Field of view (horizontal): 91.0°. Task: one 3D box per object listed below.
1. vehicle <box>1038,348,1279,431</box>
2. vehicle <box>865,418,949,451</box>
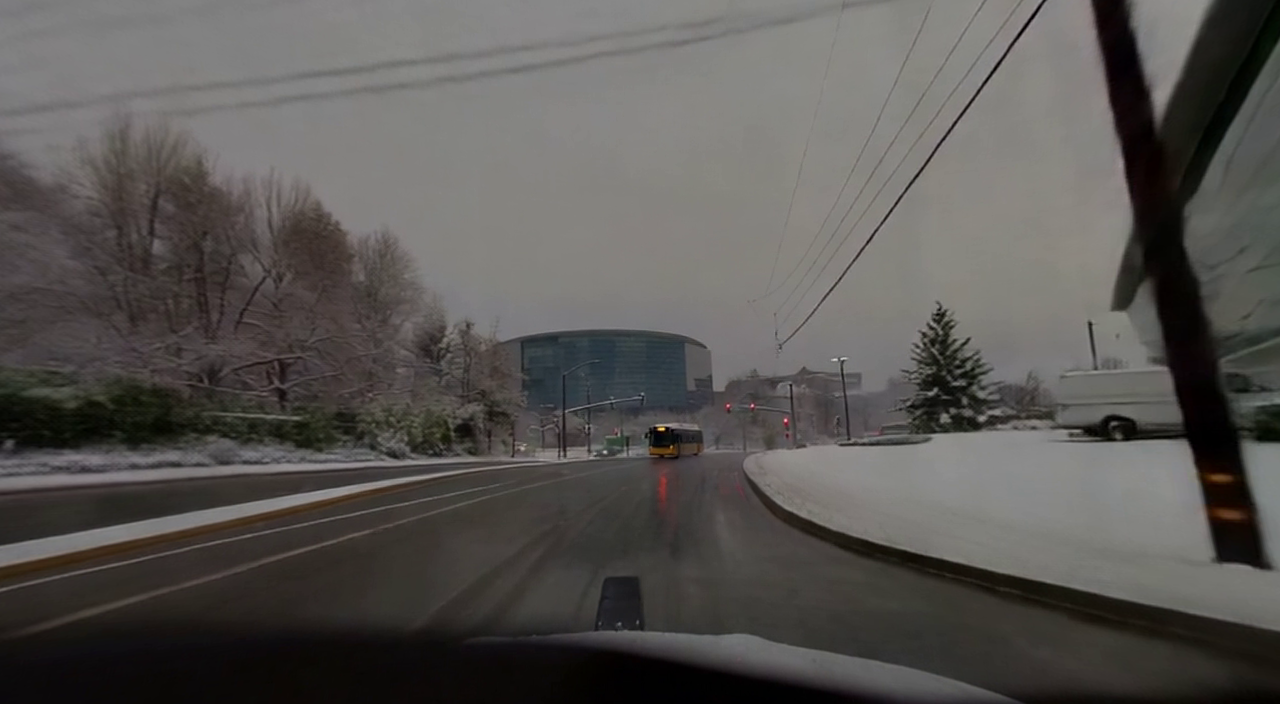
[{"bbox_3d":[13.889,1.028,16.061,5.745,1.902,2.244,-1,-8,8],"label":"vehicle"},{"bbox_3d":[17.631,5.533,41.855,4.647,1.951,2.304,-3,-10,12],"label":"vehicle"}]
